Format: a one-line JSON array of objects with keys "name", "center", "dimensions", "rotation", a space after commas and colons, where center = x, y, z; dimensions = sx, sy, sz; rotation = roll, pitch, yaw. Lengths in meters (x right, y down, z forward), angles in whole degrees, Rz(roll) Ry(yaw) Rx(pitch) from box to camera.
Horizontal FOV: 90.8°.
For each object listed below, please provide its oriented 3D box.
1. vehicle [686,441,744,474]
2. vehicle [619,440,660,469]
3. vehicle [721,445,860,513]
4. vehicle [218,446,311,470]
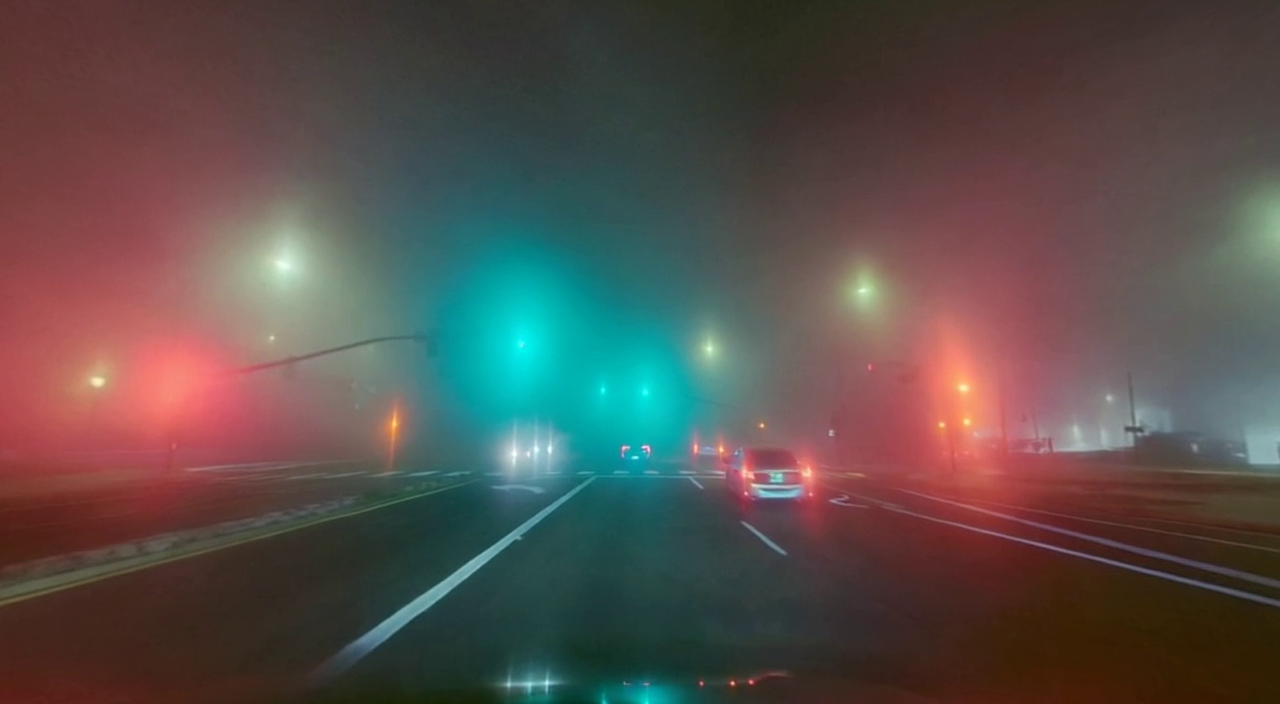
[{"name": "vehicle", "center": [3.632, 5.177, 31.380], "dimensions": [2.226, 1.490, 4.593], "rotation": [0, -8, -1]}, {"name": "vehicle", "center": [-0.043, 5.634, 34.895], "dimensions": [2.143, 1.480, 4.006], "rotation": [0, -8, -1]}, {"name": "vehicle", "center": [3.283, 2.861, 14.824], "dimensions": [2.080, 1.321, 4.382], "rotation": [0, -8, -2]}, {"name": "vehicle", "center": [-24.345, 6.855, 41.053], "dimensions": [4.751, 1.501, 2.147], "rotation": [-1, -9, 5]}]
